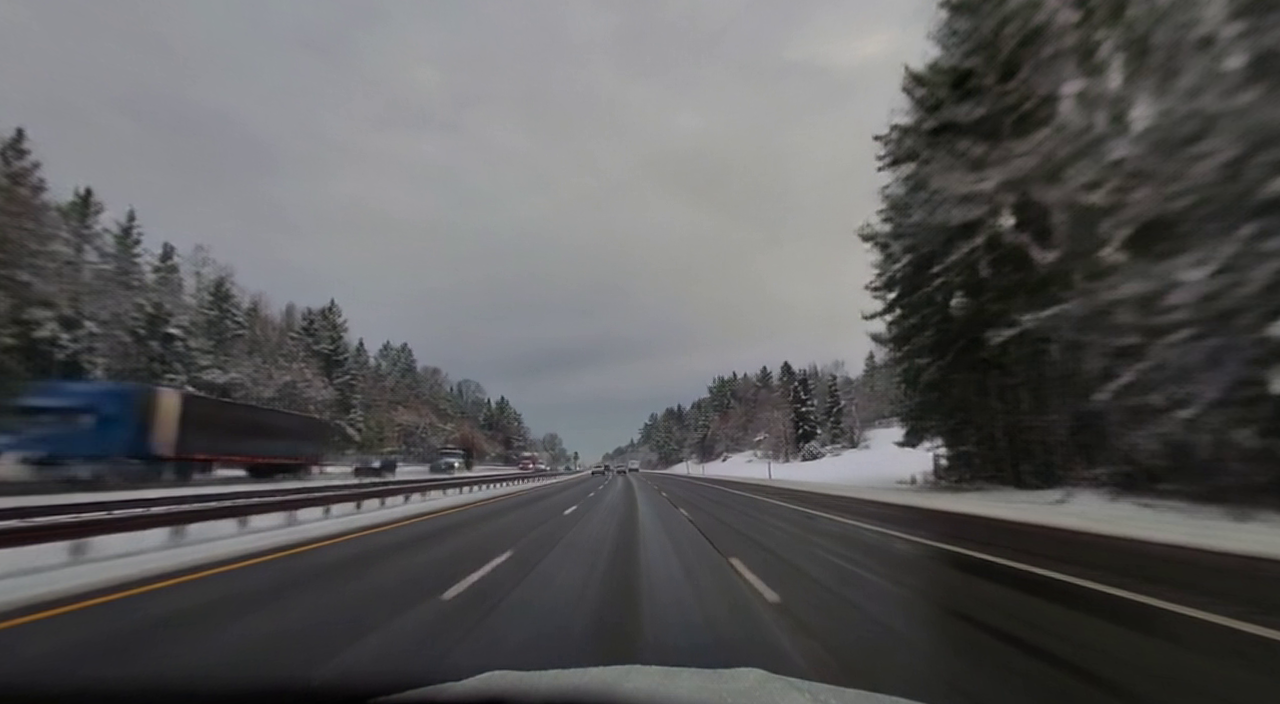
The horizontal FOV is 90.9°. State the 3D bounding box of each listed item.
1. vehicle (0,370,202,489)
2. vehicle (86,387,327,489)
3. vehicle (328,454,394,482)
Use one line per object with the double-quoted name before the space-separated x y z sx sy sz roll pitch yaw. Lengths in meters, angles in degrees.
"vehicle" -20.513 3.120 24.143 2.999 3.965 5.891 1 -10 -1
"vehicle" -20.725 4.665 32.104 2.857 4.033 13.842 1 -10 -2
"vehicle" -16.172 6.783 36.812 1.802 1.466 4.561 1 -10 -1
